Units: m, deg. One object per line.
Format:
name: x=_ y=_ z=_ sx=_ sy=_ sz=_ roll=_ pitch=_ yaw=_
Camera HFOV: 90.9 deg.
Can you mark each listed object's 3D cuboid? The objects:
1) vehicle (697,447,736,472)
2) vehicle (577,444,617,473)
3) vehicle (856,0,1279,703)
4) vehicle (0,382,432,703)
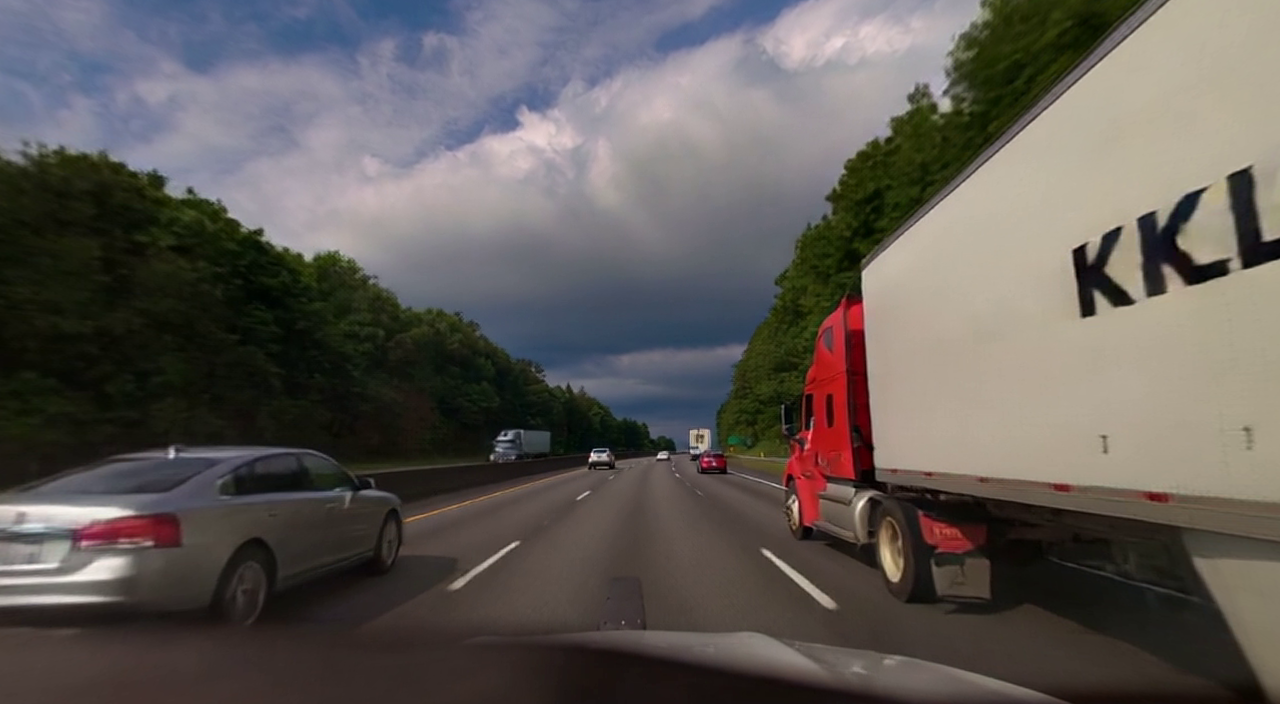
vehicle: x=5.035 y=7.148 z=41.939 sx=2.176 sy=1.598 sz=3.878 roll=0 pitch=-9 yaw=1
vehicle: x=-2.624 y=6.640 z=39.390 sx=2.017 sy=1.683 sz=4.309 roll=0 pitch=-9 yaw=2
vehicle: x=4.215 y=-0.346 z=2.395 sx=2.914 sy=3.998 sz=11.103 roll=0 pitch=-9 yaw=1
vehicle: x=-3.373 y=1.231 z=4.492 sx=2.085 sy=1.530 sz=4.809 roll=0 pitch=-9 yaw=1
